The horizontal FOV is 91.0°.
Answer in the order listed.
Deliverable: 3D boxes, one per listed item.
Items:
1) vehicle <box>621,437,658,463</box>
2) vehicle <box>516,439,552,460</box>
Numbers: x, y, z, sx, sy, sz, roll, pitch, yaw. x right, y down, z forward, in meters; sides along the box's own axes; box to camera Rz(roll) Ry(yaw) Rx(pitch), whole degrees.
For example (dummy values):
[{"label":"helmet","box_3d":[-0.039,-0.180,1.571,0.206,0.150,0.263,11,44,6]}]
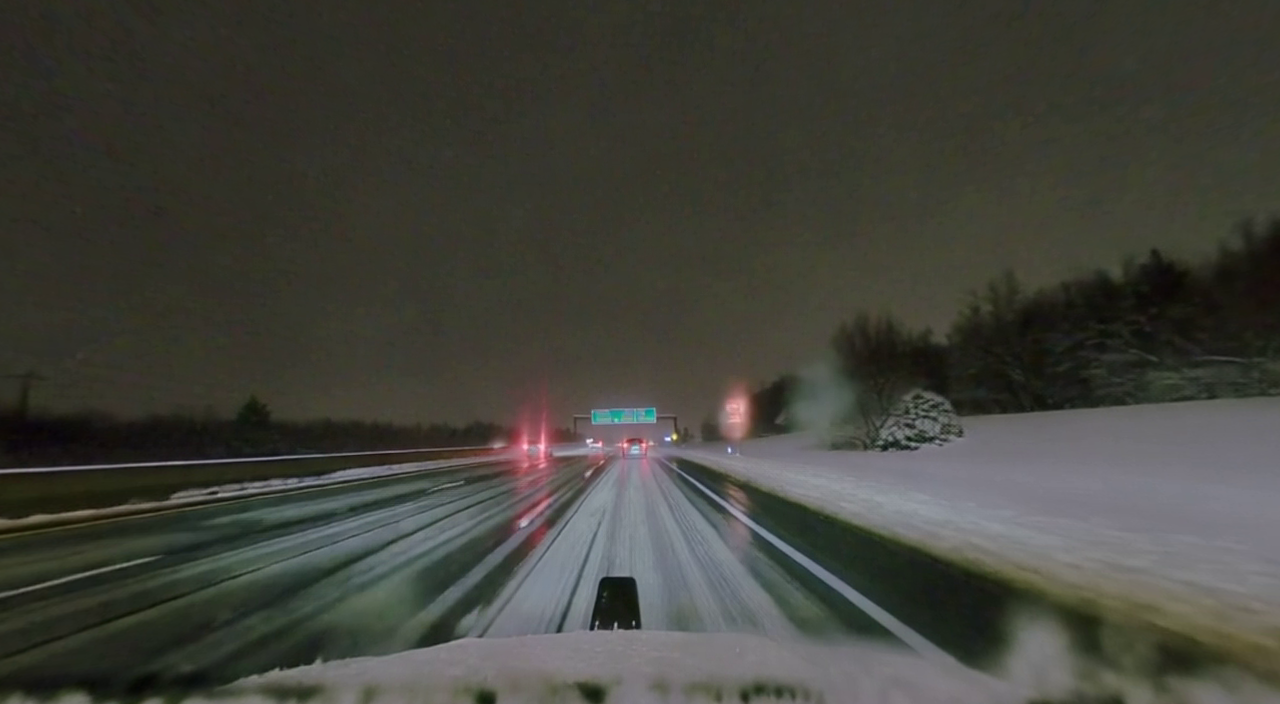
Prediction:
[{"label":"vehicle","box_3d":[-0.072,5.777,37.267,2.072,1.440,3.690,0,-8,-1]},{"label":"vehicle","box_3d":[-8.023,7.457,48.121,1.939,1.504,4.727,0,-8,0]}]
